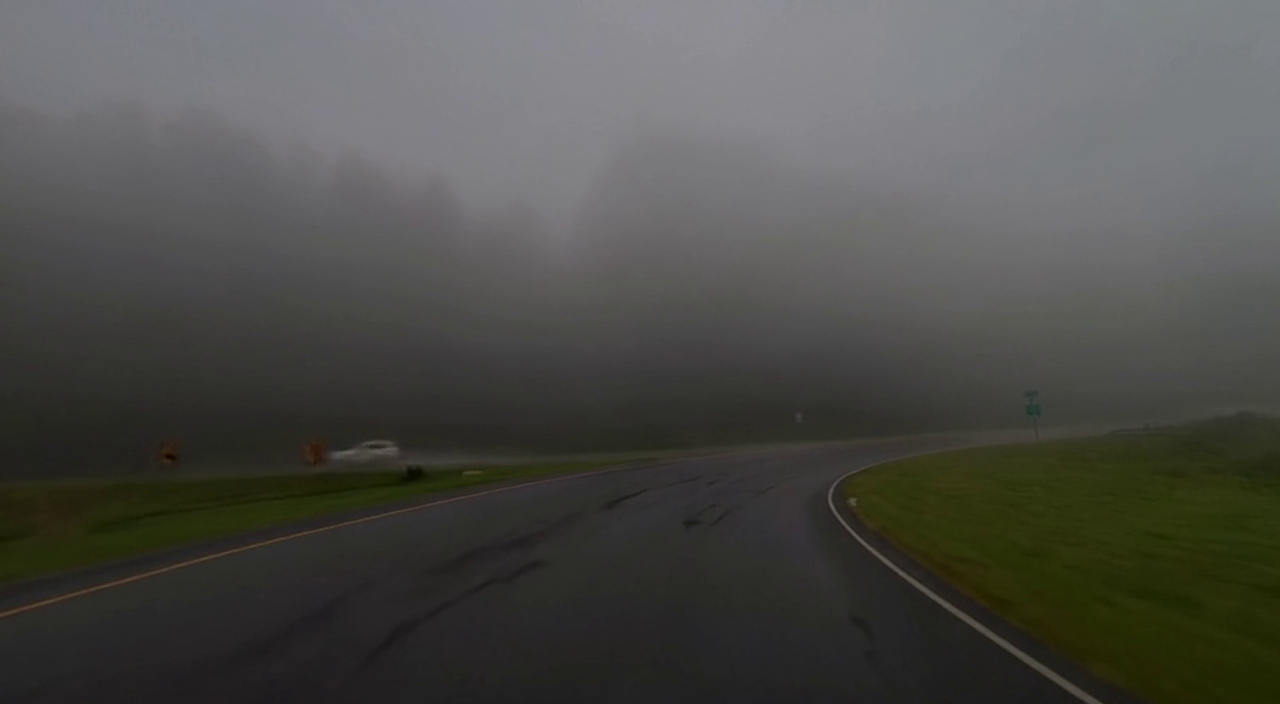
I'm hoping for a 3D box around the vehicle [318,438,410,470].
[{"bbox_3d":[-14.991,5.530,34.290,4.415,1.617,1.957,3,-9,-24],"label":"vehicle"}]
